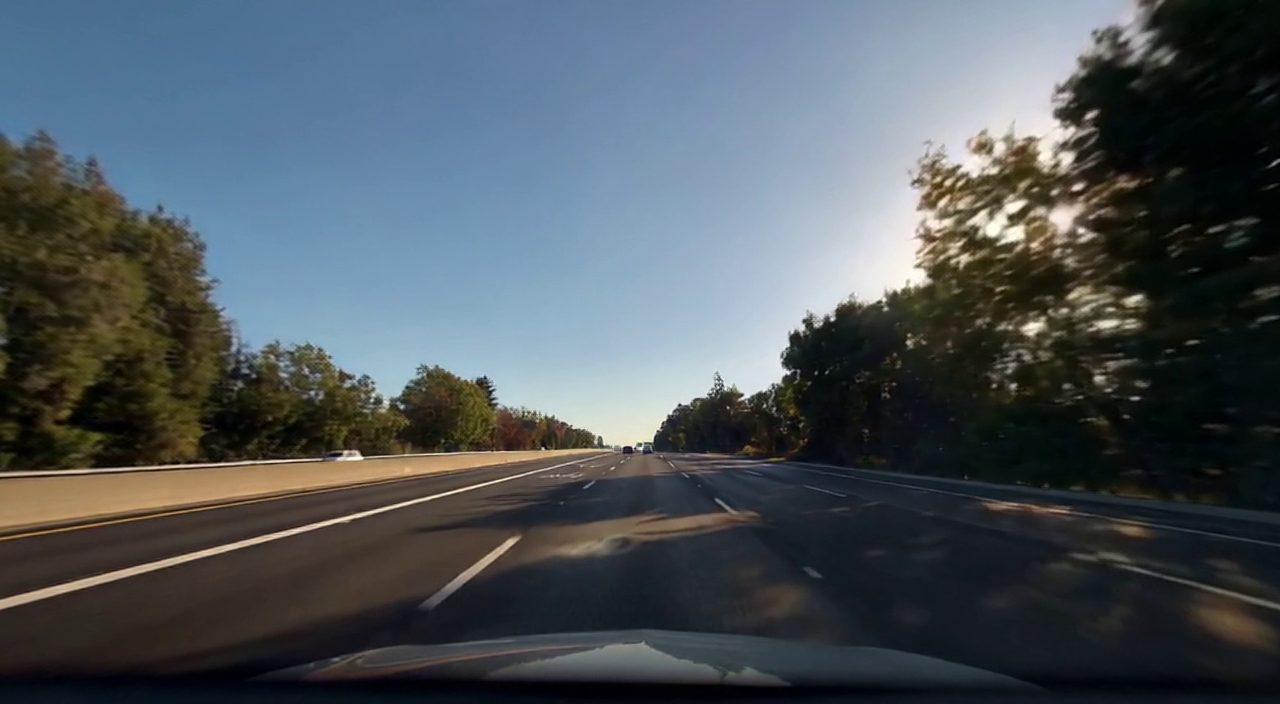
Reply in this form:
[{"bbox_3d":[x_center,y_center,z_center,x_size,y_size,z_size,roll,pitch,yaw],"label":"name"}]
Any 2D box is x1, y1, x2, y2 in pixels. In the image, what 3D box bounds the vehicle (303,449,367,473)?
[{"bbox_3d":[-21.113,7.545,43.848,1.824,1.558,5.076,0,-8,1],"label":"vehicle"}]
